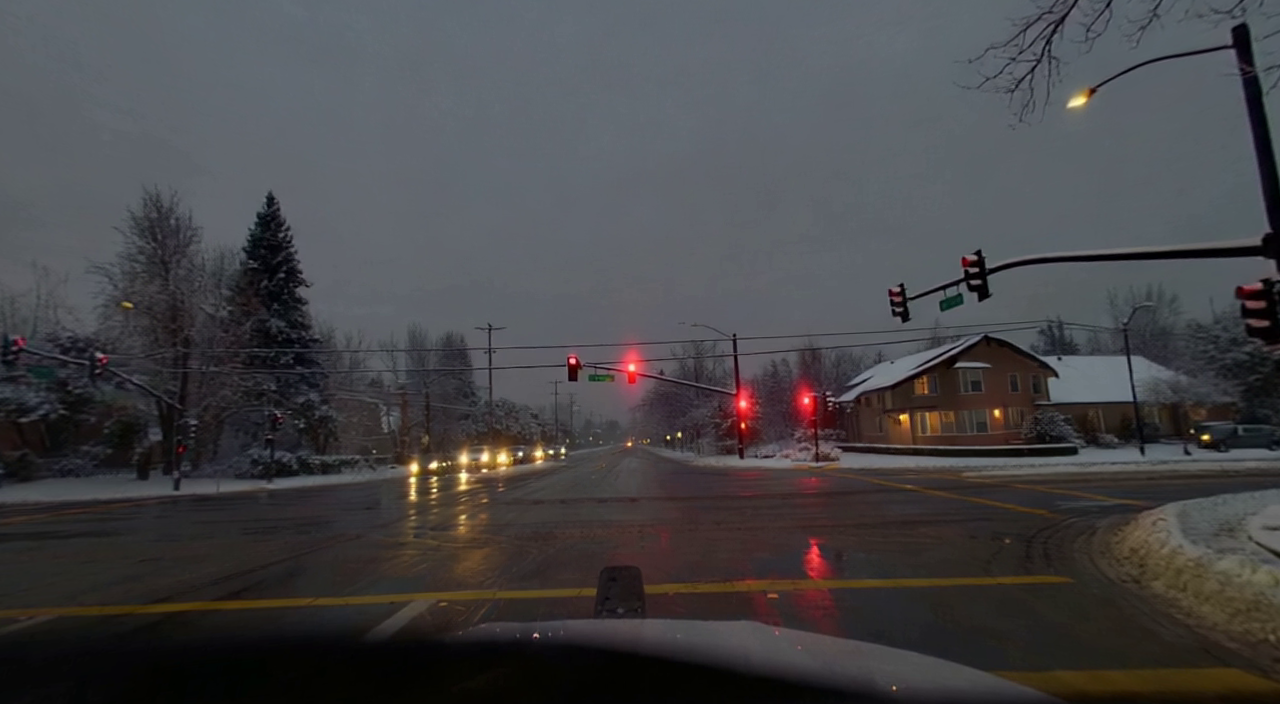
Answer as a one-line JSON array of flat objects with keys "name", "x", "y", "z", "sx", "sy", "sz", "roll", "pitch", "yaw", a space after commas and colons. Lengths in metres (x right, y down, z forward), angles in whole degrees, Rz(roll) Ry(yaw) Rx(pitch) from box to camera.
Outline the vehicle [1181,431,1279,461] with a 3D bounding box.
[{"name": "vehicle", "x": 31.321, "y": 4.887, "z": 33.016, "sx": 4.318, "sy": 1.488, "sz": 1.870, "roll": 0, "pitch": -9, "yaw": -1}]

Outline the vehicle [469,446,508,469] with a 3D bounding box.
[{"name": "vehicle", "x": -10.693, "y": 7.459, "z": 44.758, "sx": 1.881, "sy": 1.509, "sz": 3.377, "roll": 0, "pitch": -9, "yaw": 1}]
